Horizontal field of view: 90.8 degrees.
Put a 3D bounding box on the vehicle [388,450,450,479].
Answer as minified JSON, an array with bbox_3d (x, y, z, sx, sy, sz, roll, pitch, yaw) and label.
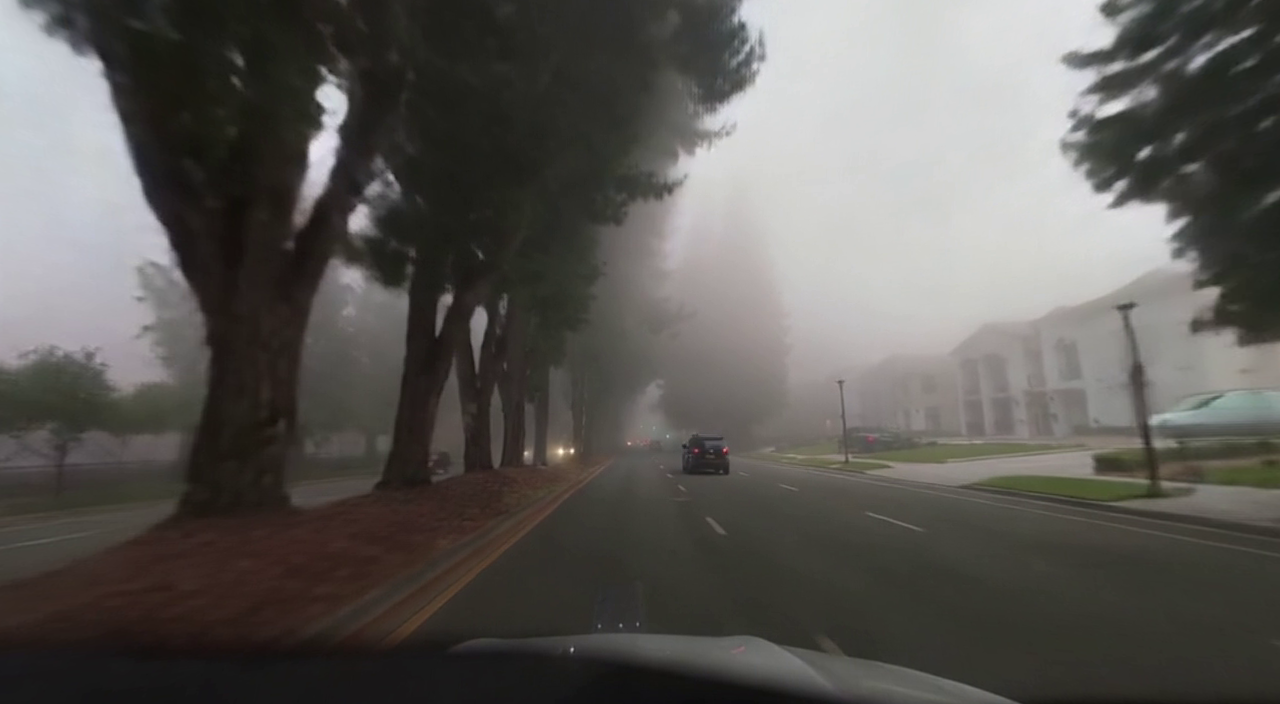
[{"bbox_3d":[-12.031,6.115,34.703,1.834,1.415,4.509,0,-8,-1],"label":"vehicle"}]

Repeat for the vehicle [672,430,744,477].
[{"bbox_3d":[2.650,4.110,25.846,2.240,1.740,4.605,0,-8,-2],"label":"vehicle"}]
